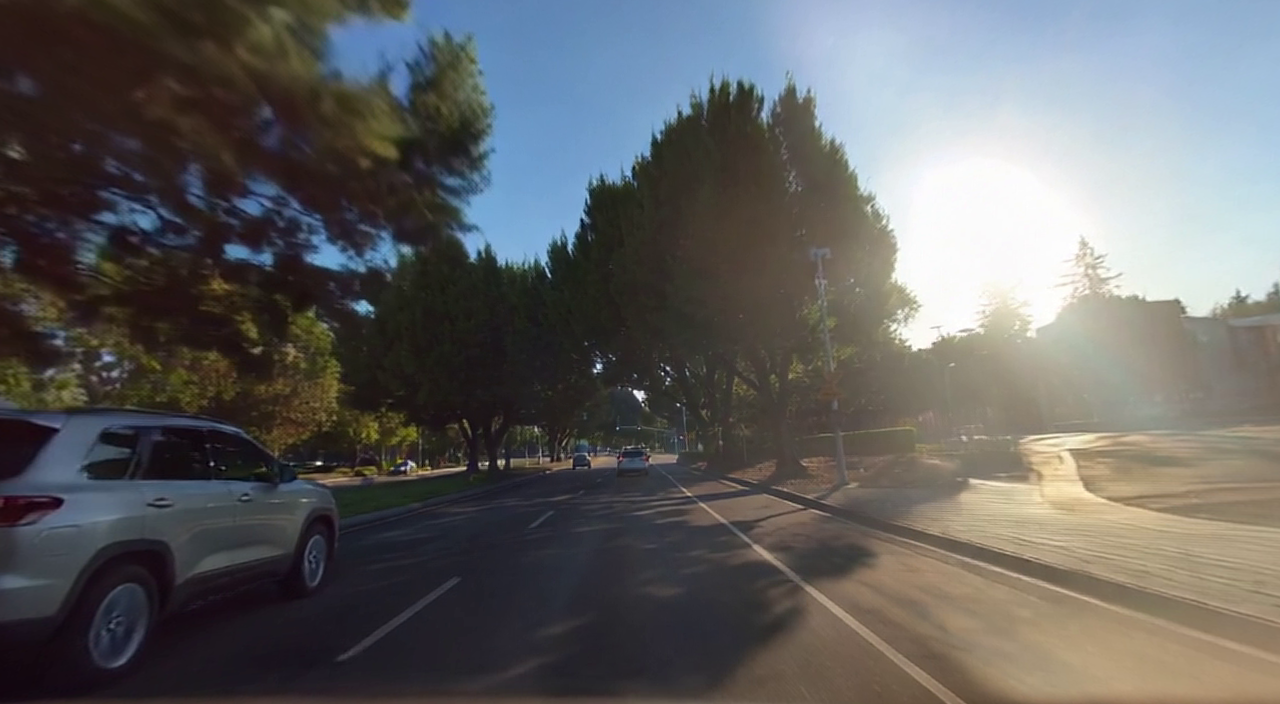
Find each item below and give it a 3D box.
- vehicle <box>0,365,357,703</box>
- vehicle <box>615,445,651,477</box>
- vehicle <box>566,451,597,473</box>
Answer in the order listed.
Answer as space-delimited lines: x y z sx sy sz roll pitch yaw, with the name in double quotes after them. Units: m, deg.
-4.048 1.176 4.599 1.860 1.741 4.479 0 -9 0 "vehicle"
-0.416 6.451 37.701 2.018 1.769 3.897 0 -9 0 "vehicle"
-4.239 8.025 46.255 1.936 1.538 4.016 0 -9 0 "vehicle"
